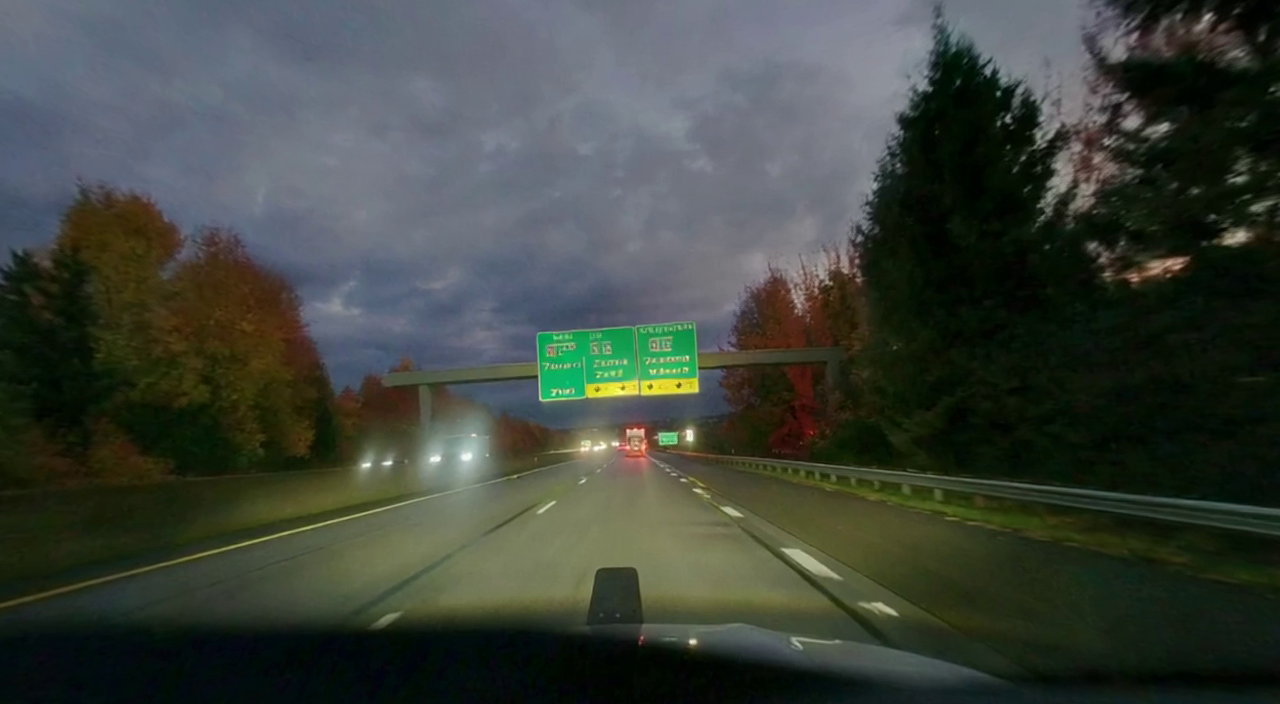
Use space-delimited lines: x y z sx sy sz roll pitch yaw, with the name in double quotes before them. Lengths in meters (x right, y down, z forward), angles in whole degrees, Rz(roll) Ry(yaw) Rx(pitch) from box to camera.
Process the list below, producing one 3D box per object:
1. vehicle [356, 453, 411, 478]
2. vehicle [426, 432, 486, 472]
"vehicle" -16.940 7.523 41.666 1.850 1.516 4.378 0 -9 -1
"vehicle" -13.323 7.293 45.852 2.347 2.651 6.933 0 -9 -1
